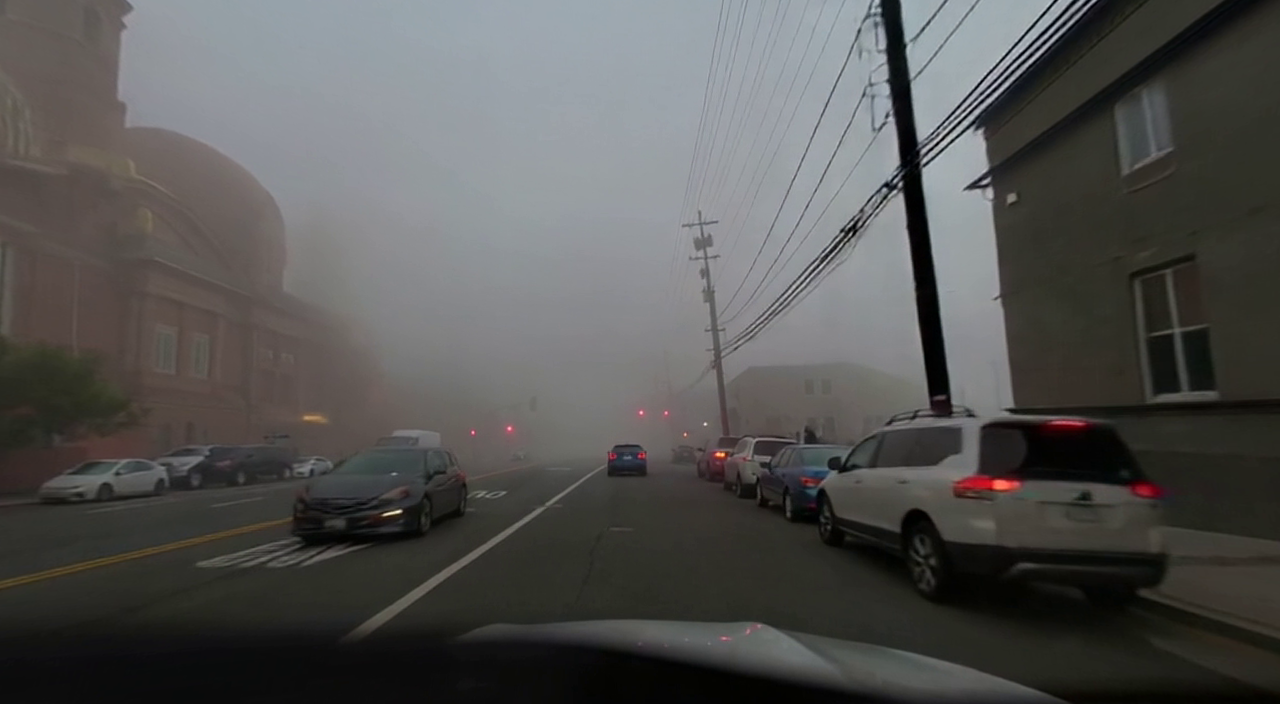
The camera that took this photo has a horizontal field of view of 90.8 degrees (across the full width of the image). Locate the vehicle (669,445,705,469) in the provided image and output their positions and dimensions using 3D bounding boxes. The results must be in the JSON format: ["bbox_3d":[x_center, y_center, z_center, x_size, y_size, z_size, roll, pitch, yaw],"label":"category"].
[{"bbox_3d":[3.271,7.390,44.750,1.944,1.530,4.539,0,-8,-4],"label":"vehicle"}]

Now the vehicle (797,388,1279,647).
[{"bbox_3d":[3.557,1.575,7.178,2.106,1.750,5.328,2,-9,-1],"label":"vehicle"}]

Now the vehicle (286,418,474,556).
[{"bbox_3d":[-4.149,2.059,10.499,2.240,1.731,4.470,3,-9,-20],"label":"vehicle"}]

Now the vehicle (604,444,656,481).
[{"bbox_3d":[-0.402,4.678,27.113,2.049,1.453,4.299,0,-8,0],"label":"vehicle"}]

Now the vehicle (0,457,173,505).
[{"bbox_3d":[-18.755,4.319,21.316,4.465,1.496,1.836,0,-8,0],"label":"vehicle"}]

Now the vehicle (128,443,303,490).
[{"bbox_3d":[-18.304,4.946,27.462,5.873,1.917,2.472,-1,-8,3],"label":"vehicle"}]
